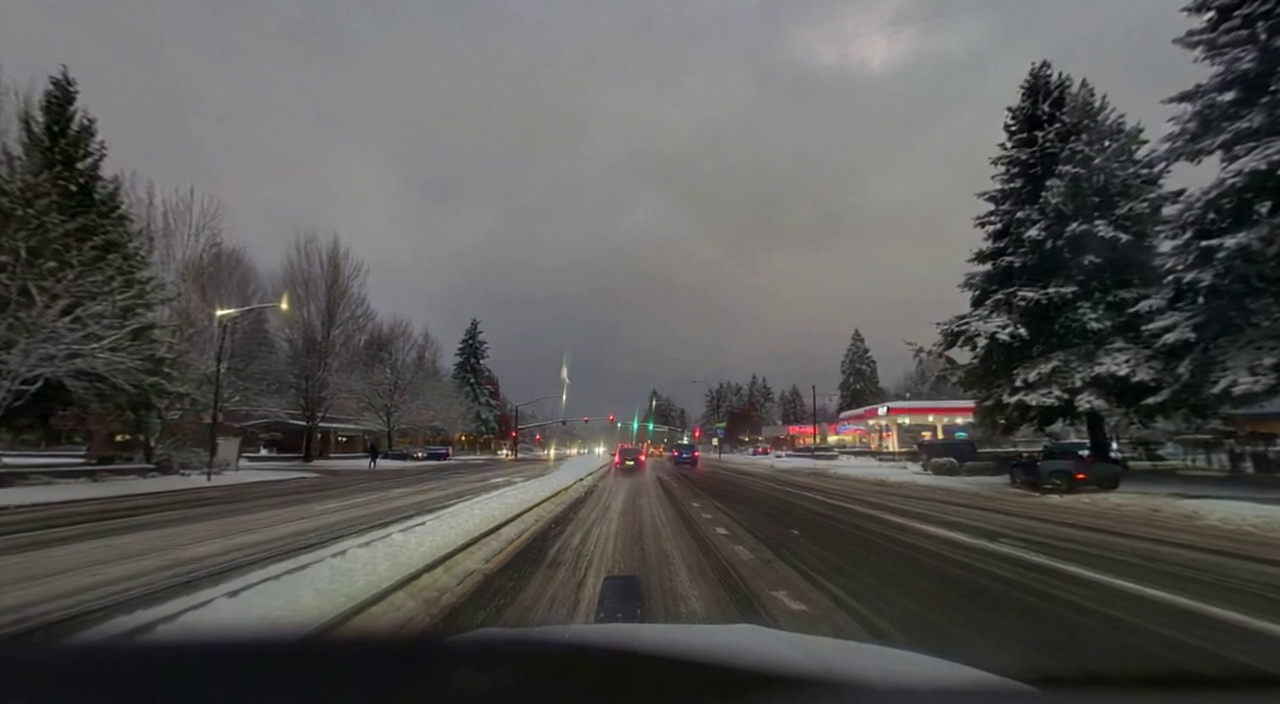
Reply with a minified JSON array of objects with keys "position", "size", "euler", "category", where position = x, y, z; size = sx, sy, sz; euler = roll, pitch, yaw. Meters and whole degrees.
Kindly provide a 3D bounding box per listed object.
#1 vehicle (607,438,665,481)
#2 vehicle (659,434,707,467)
[{"position":[-0.192,4.299,25.348],"size":[2.145,1.572,4.021],"euler":[0,-8,-1],"category":"vehicle"},{"position":[2.844,6.748,43.261],"size":[2.731,2.101,6.047],"euler":[0,-8,-2],"category":"vehicle"}]
